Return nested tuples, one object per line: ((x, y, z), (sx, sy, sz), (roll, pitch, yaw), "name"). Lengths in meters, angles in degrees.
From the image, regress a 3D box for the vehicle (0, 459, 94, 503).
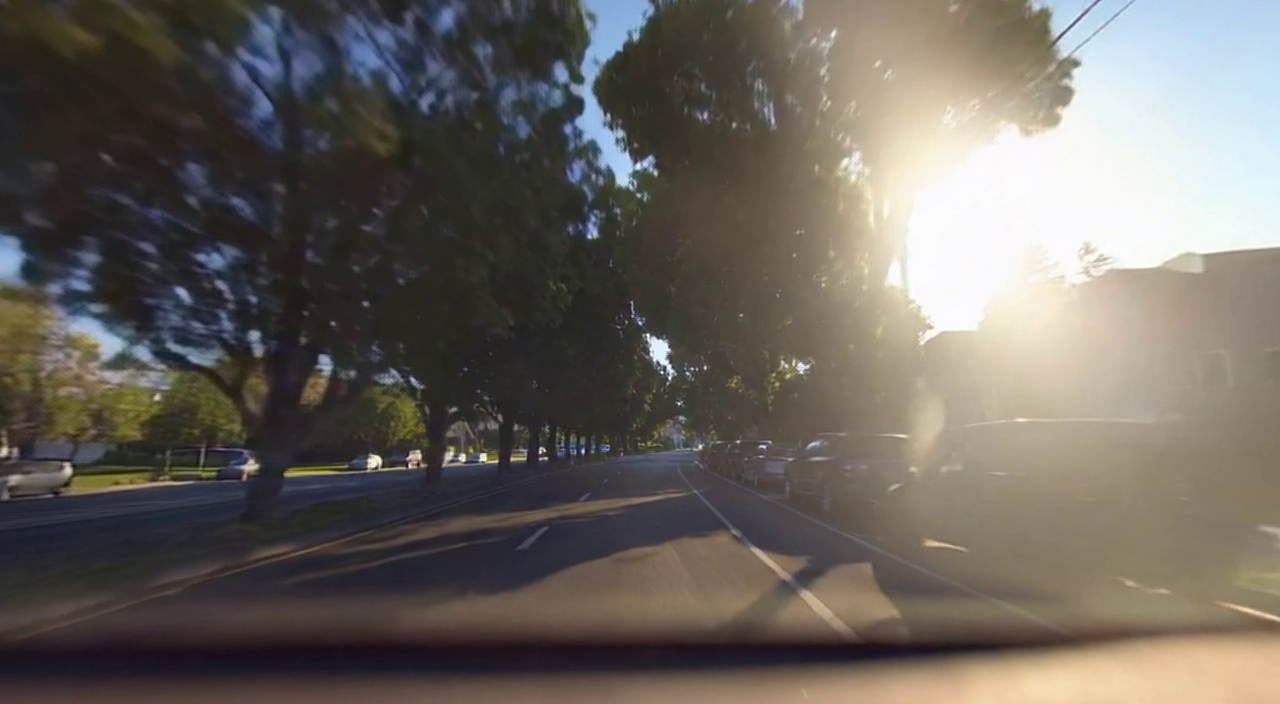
((-23.636, 4.807, 23.780), (1.915, 1.492, 4.565), (-1, -9, 3), "vehicle")

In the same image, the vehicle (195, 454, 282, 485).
((-23.313, 6.815, 36.913), (1.950, 1.466, 4.728), (-2, -7, 1), "vehicle")

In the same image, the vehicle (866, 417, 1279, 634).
((4.233, 1.602, 6.896), (1.794, 1.560, 4.429), (0, -9, -1), "vehicle")

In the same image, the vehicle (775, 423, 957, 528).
((4.286, 2.412, 12.884), (1.978, 1.744, 4.332), (0, -9, -2), "vehicle")
